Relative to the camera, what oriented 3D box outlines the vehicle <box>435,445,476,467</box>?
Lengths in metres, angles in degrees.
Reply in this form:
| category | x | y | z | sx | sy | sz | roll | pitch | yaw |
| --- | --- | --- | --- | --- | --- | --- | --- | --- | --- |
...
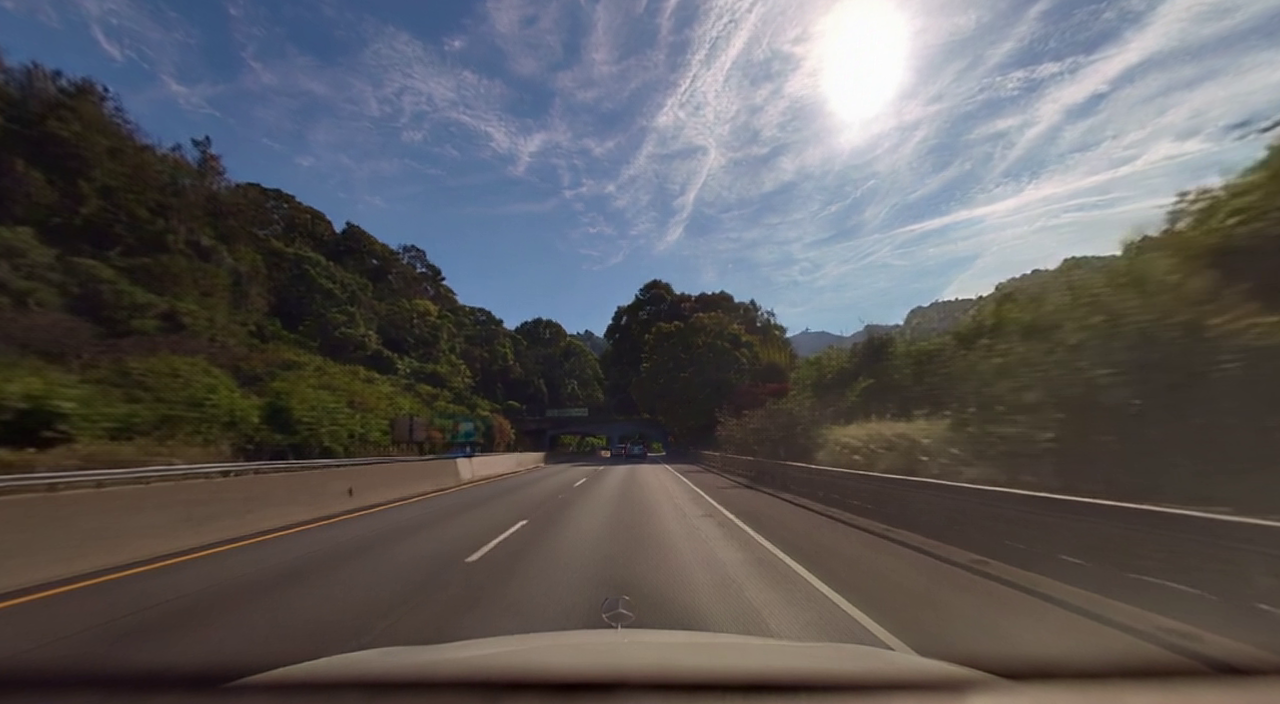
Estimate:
| category | x | y | z | sx | sy | sz | roll | pitch | yaw |
| --- | --- | --- | --- | --- | --- | --- | --- | --- | --- |
| vehicle | -14.482 | 8.185 | 49.579 | 1.918 | 1.609 | 4.302 | 0 | -8 | 1 |
